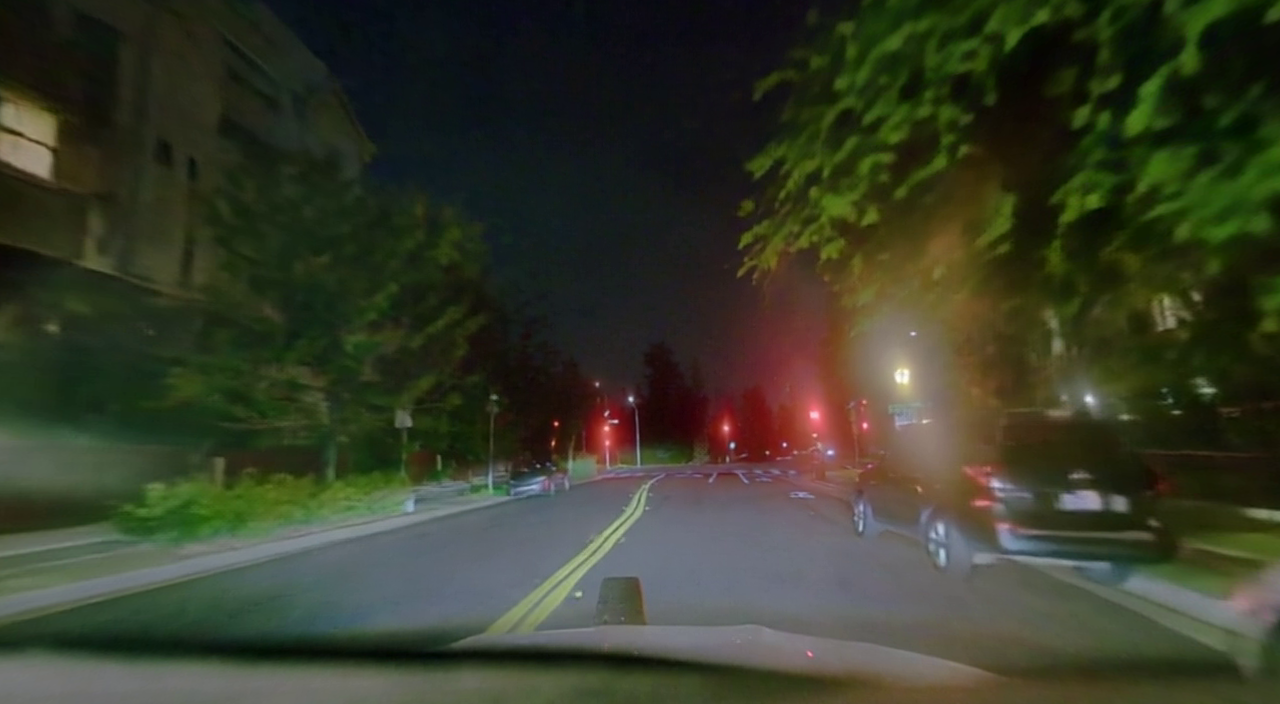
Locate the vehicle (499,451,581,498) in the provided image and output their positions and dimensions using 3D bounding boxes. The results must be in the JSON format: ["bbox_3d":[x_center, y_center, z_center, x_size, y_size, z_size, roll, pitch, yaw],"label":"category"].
[{"bbox_3d":[-3.671,4.557,23.787,2.033,1.456,4.370,-3,-8,5],"label":"vehicle"}]

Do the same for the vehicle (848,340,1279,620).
[{"bbox_3d":[4.666,1.525,8.023,2.624,2.227,5.508,2,-10,6],"label":"vehicle"}]
